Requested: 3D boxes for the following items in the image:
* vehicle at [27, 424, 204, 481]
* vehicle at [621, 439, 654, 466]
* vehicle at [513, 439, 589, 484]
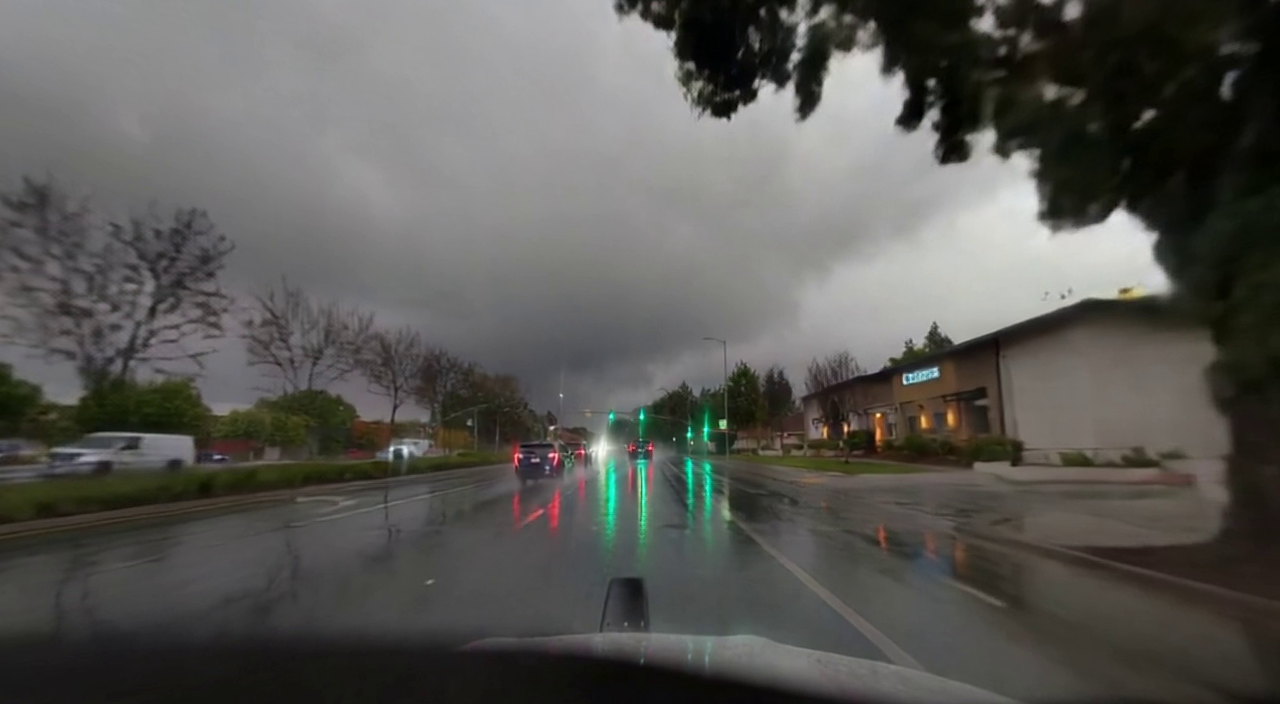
[{"bbox_3d":[-17.267,3.346,21.148,2.032,1.689,4.624,0,-8,-1],"label":"vehicle"},{"bbox_3d":[-0.148,6.851,43.248,2.153,1.764,4.047,0,-8,0],"label":"vehicle"},{"bbox_3d":[-3.074,3.885,22.726,2.015,1.470,4.458,0,-8,1],"label":"vehicle"}]
